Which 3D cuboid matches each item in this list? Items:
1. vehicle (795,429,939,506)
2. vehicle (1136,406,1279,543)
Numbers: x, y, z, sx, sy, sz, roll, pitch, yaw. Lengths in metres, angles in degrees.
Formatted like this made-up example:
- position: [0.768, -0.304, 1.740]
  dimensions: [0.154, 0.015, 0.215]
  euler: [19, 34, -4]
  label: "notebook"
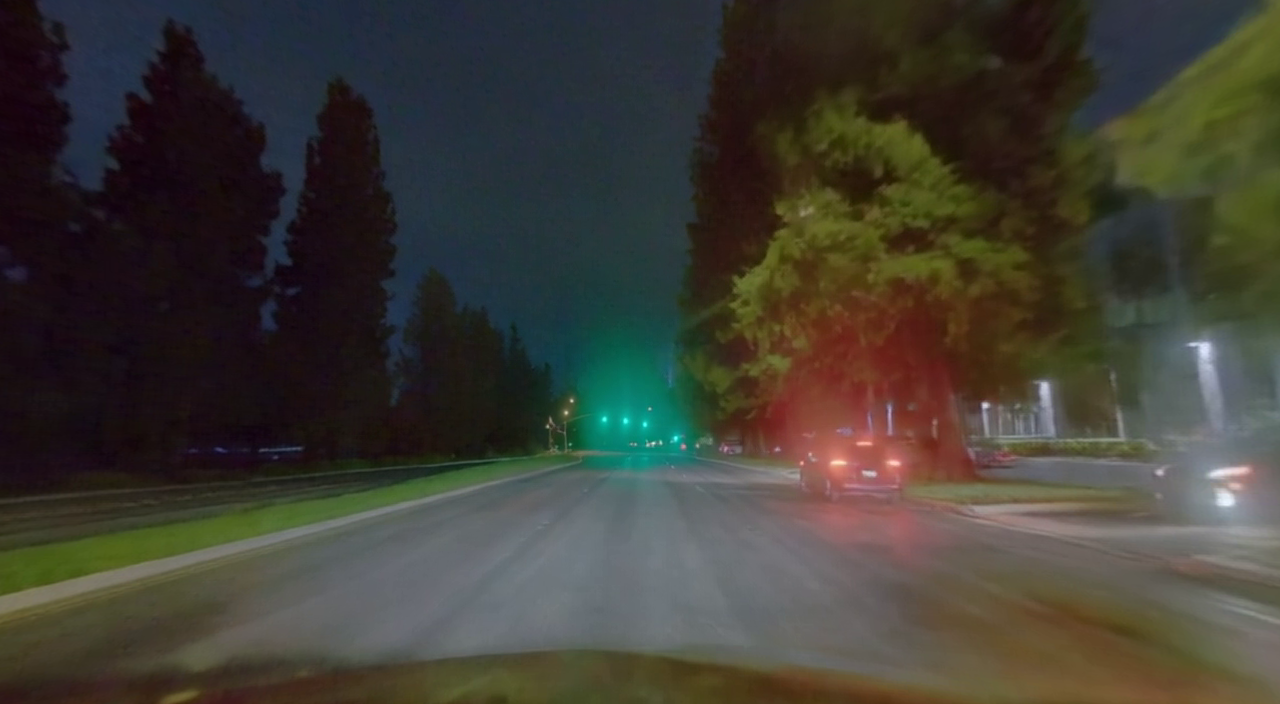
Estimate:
- position: [5.579, 2.884, 16.248]
  dimensions: [2.057, 1.688, 4.596]
  euler: [0, -8, 1]
  label: "vehicle"
- position: [10.813, 1.807, 9.631]
  dimensions: [4.653, 1.825, 2.099]
  euler: [0, -8, -1]
  label: "vehicle"
